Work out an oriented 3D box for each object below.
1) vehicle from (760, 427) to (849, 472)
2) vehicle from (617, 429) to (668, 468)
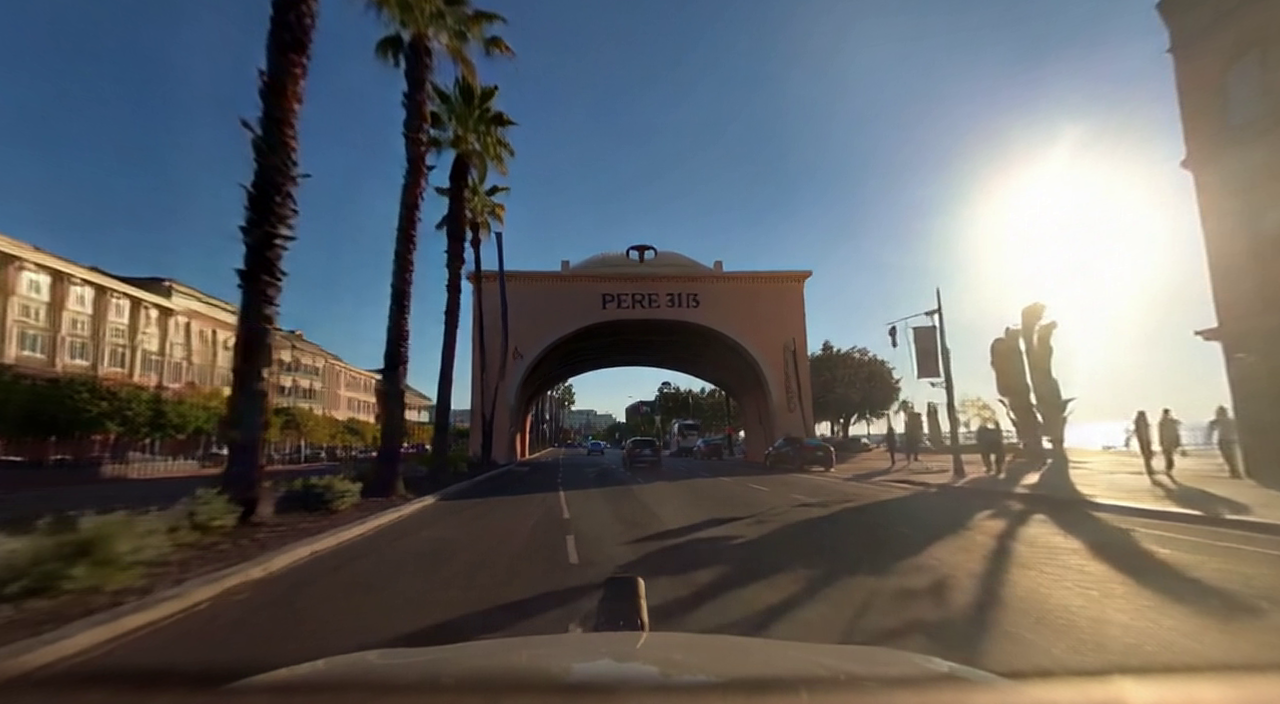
[{"bbox_3d":[8.205,4.956,32.242,2.417,2.030,5.711,1,-9,-7],"label":"vehicle"},{"bbox_3d":[0.010,5.648,37.062,2.284,2.010,6.670,1,-9,-6],"label":"vehicle"}]
